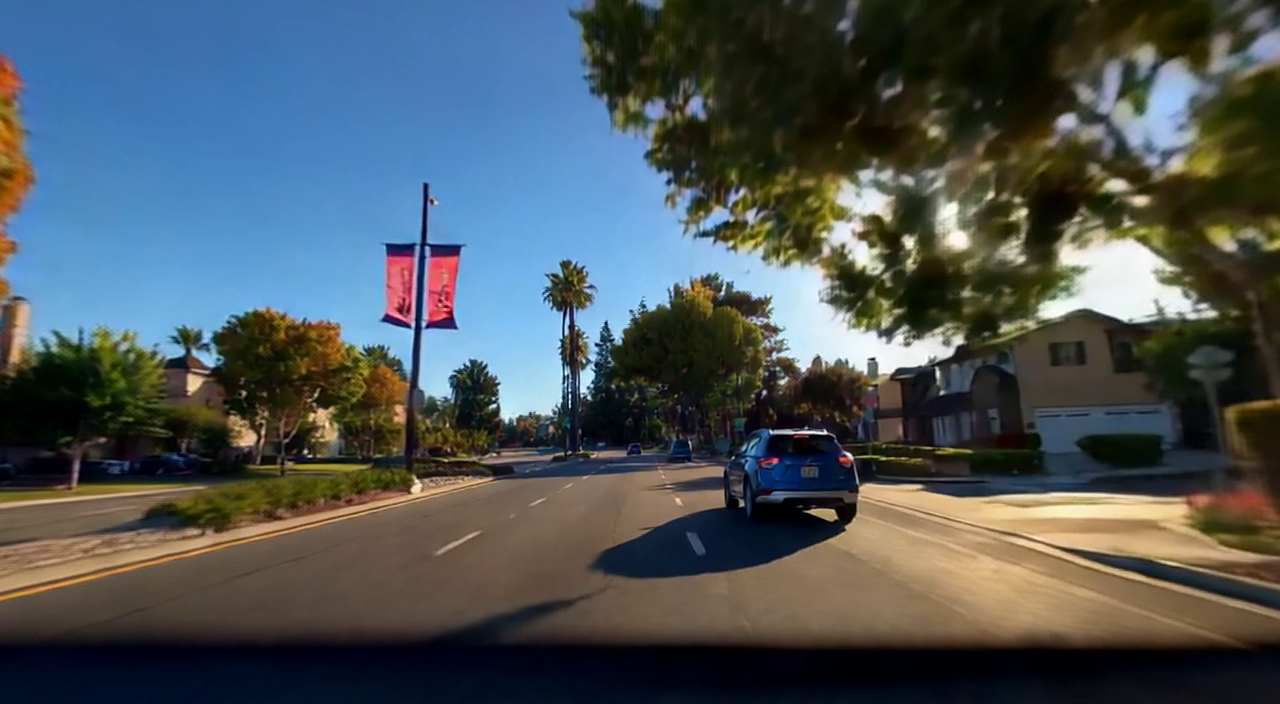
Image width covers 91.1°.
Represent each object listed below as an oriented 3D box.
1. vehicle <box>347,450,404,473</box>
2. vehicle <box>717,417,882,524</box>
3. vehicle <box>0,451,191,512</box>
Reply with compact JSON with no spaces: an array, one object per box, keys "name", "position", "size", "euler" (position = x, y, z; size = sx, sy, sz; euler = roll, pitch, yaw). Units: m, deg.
[{"name":"vehicle","position":[-18.565,7.660,44.304],"size":[1.900,1.476,4.746],"euler":[0,-8,1]},{"name":"vehicle","position":[3.000,2.371,13.079],"size":[2.195,1.804,4.658],"euler":[0,-8,0]},{"name":"vehicle","position":[-15.263,3.576,17.831],"size":[2.018,1.438,4.448],"euler":[1,-8,-6]}]
